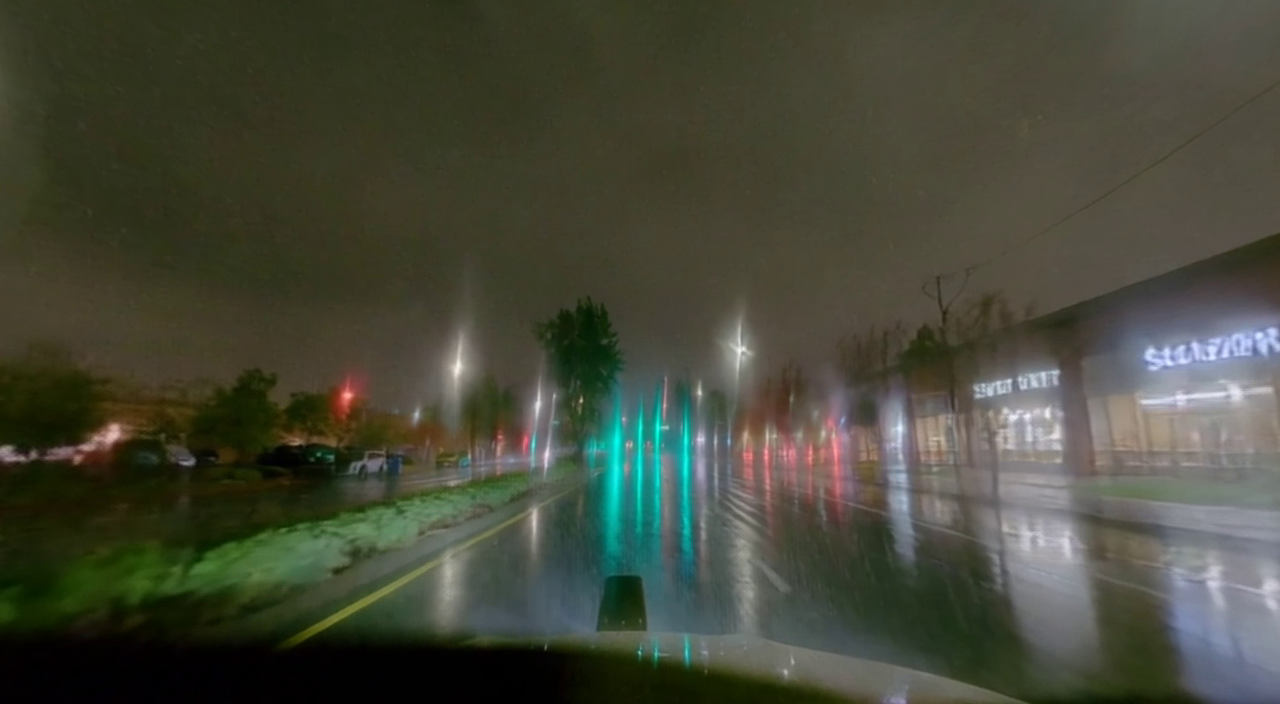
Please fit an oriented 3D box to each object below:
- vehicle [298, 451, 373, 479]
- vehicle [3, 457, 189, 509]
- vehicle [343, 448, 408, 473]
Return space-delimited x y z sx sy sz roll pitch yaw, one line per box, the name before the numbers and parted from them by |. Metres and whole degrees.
vehicle | -18.796 6.969 39.007 2.034 1.562 4.828 -1 -9 3
vehicle | -18.997 4.565 22.356 2.121 1.567 5.042 0 -9 -1
vehicle | -18.706 7.684 44.725 2.177 1.656 5.516 0 -9 1
